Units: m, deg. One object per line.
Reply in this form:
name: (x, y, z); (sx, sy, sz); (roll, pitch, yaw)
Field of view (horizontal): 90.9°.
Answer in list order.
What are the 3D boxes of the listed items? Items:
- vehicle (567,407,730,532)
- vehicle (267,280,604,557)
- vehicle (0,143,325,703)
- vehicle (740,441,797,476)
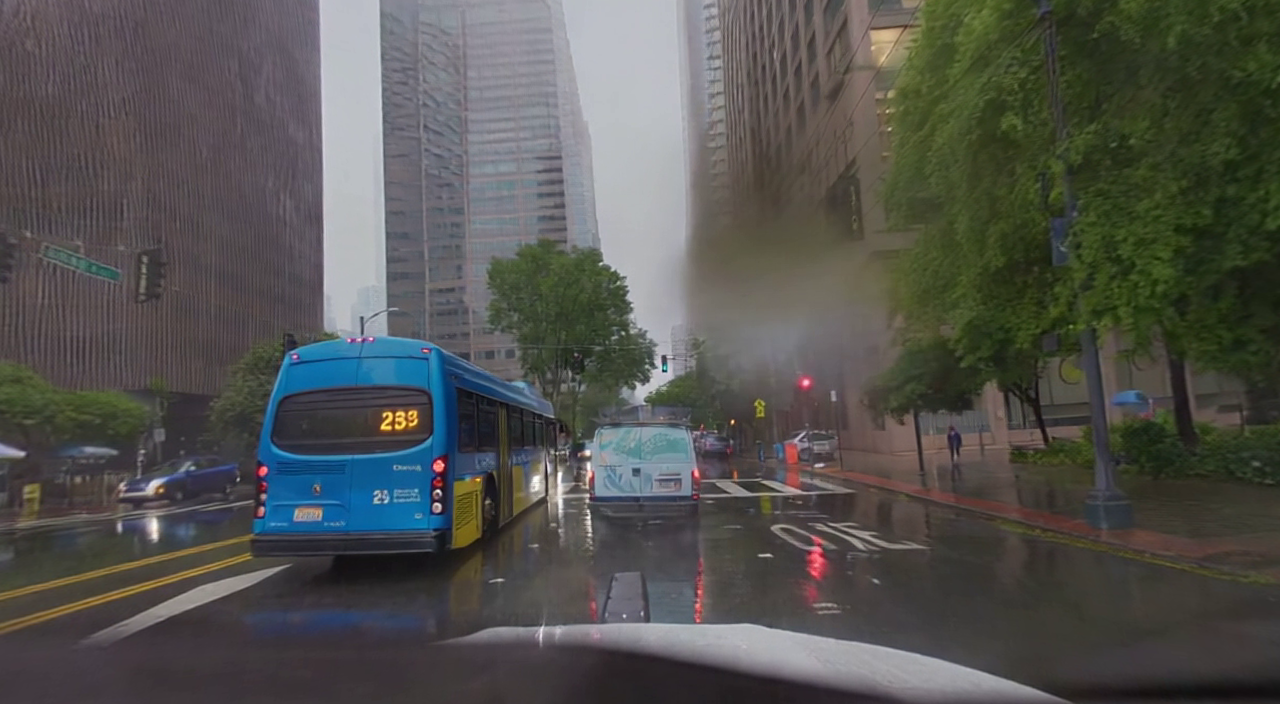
vehicle: (0.136, 2.136, 11.913); (2.500, 1.912, 4.270); (0, -9, 0)
vehicle: (-2.891, 1.802, 14.634); (3.042, 3.445, 13.615); (0, -9, 1)
vehicle: (-2.755, 0.337, 0.216); (2.329, 2.089, 5.659); (0, -9, 0)
vehicle: (6.124, 5.101, 30.475); (1.919, 1.529, 4.059); (0, -9, 0)
